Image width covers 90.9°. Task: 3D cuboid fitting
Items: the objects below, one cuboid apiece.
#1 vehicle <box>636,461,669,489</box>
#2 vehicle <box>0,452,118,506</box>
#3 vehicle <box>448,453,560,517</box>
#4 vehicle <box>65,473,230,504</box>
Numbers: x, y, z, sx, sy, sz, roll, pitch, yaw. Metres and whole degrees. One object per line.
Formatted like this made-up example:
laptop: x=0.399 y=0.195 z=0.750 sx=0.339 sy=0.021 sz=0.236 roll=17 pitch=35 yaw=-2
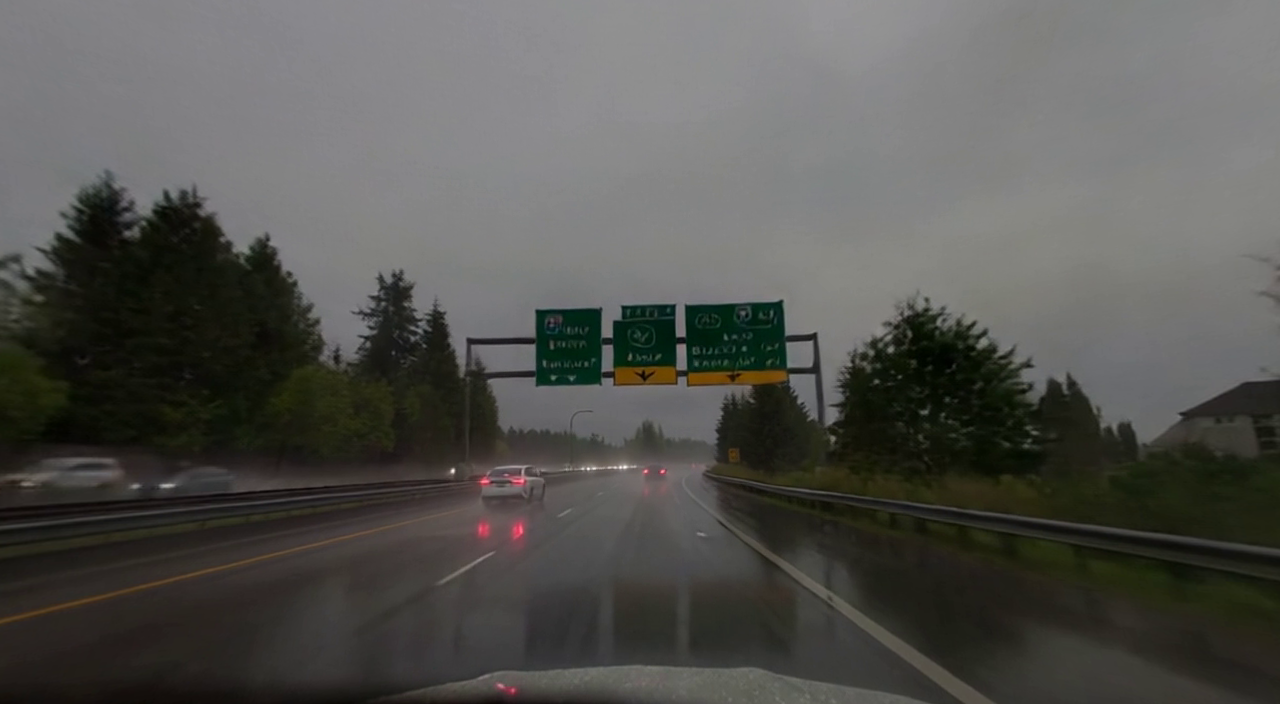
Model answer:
vehicle: x=0.863 y=7.861 z=40.326 sx=2.000 sy=1.594 sz=3.996 roll=1 pitch=-10 yaw=3
vehicle: x=-22.125 y=4.525 z=22.670 sx=1.950 sy=1.762 sz=5.268 roll=1 pitch=-10 yaw=2
vehicle: x=-3.721 y=3.778 z=18.201 sx=2.063 sy=1.556 sz=4.740 roll=1 pitch=-10 yaw=1
vehicle: x=-22.081 y=6.159 z=28.784 sx=2.307 sy=1.181 sz=6.414 roll=1 pitch=-10 yaw=2
